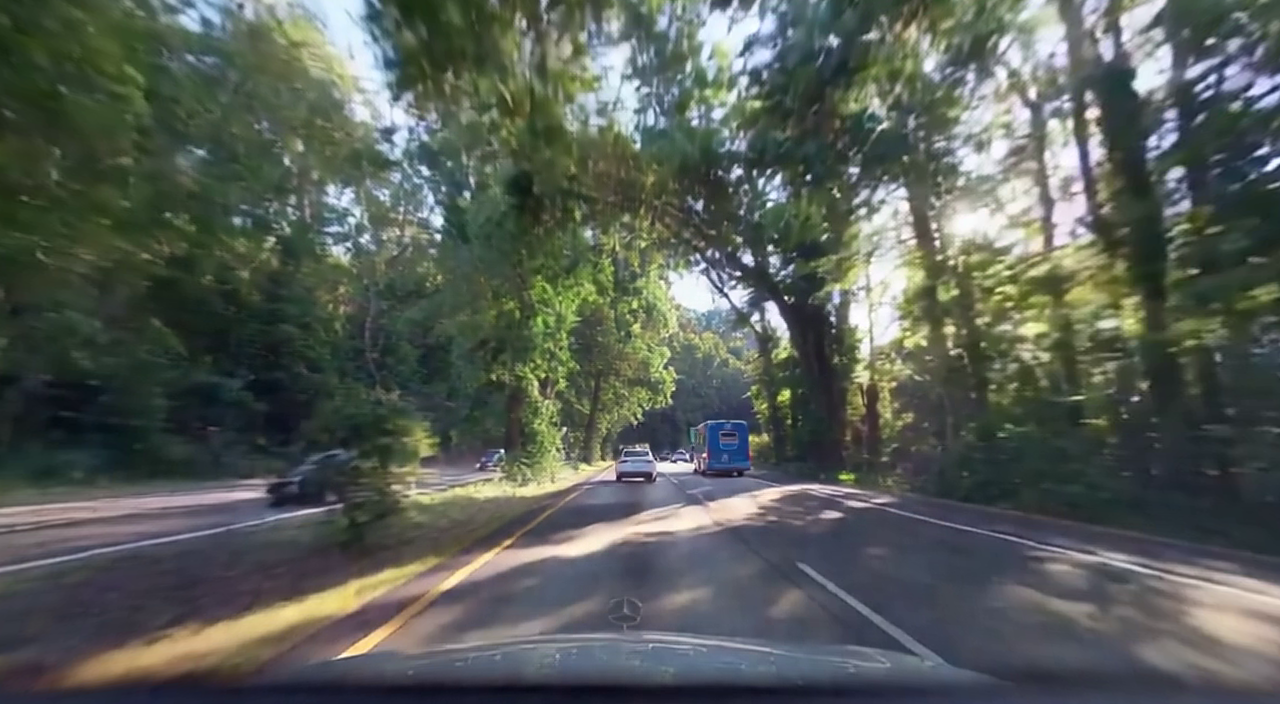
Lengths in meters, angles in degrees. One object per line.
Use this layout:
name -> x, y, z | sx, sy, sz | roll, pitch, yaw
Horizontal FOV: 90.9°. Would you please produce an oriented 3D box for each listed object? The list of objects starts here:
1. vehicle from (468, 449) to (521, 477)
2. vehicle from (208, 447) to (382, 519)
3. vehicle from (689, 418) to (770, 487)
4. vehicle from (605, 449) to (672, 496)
vehicle -> -8.099, 6.227, 35.443 | 2.047, 1.440, 3.907 | -1, -9, 1
vehicle -> -7.341, 2.790, 13.894 | 1.719, 1.342, 3.683 | 0, -9, 0
vehicle -> 3.703, 4.361, 27.374 | 2.513, 2.633, 5.930 | 0, -9, -1
vehicle -> -0.053, 4.013, 21.308 | 2.037, 1.417, 3.885 | 0, -9, 0
